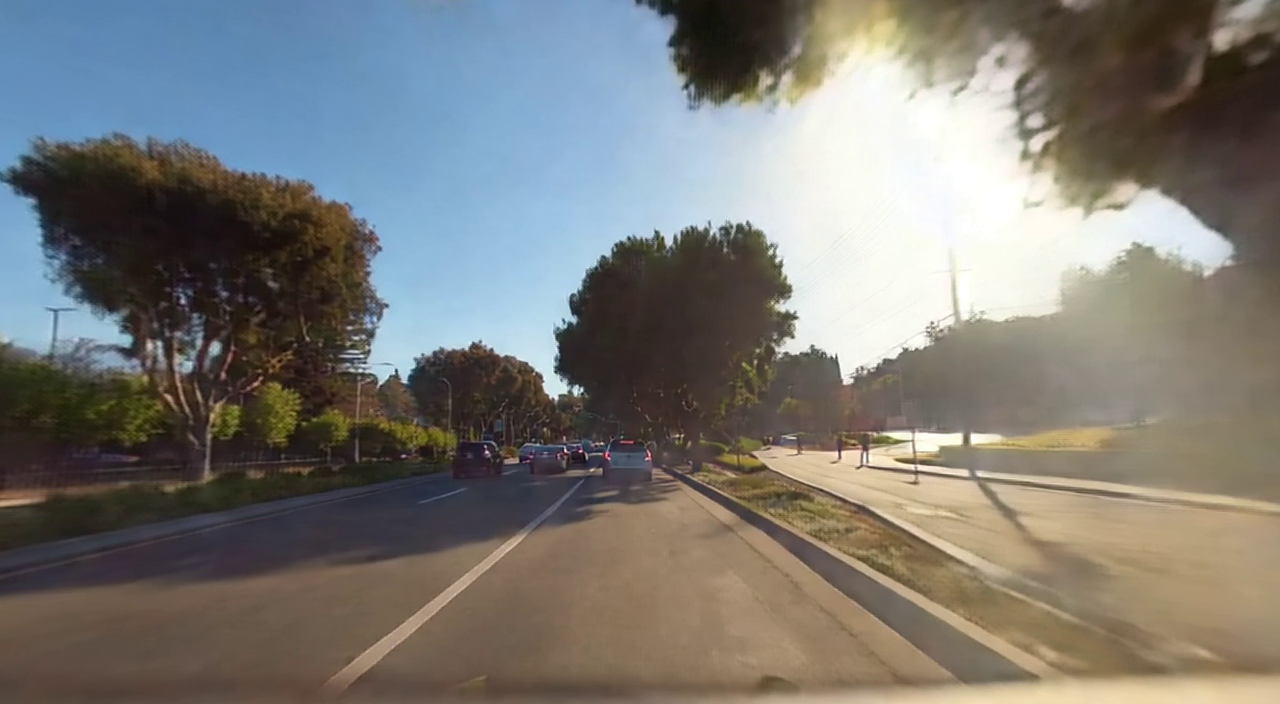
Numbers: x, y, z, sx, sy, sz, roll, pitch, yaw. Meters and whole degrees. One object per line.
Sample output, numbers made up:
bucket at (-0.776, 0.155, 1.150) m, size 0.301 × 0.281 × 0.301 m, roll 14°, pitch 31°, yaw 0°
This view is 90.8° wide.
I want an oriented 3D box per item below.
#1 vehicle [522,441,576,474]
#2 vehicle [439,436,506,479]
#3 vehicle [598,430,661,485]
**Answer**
vehicle at (-4.360, 5.116, 30.882) m, size 2.087 × 1.485 × 4.452 m, roll 0°, pitch -8°, yaw -2°
vehicle at (-6.986, 4.429, 26.750) m, size 1.860 × 1.634 × 4.089 m, roll 0°, pitch -9°, yaw -3°
vehicle at (-0.405, 3.690, 22.341) m, size 2.012 × 1.769 × 3.897 m, roll 0°, pitch -9°, yaw -2°
